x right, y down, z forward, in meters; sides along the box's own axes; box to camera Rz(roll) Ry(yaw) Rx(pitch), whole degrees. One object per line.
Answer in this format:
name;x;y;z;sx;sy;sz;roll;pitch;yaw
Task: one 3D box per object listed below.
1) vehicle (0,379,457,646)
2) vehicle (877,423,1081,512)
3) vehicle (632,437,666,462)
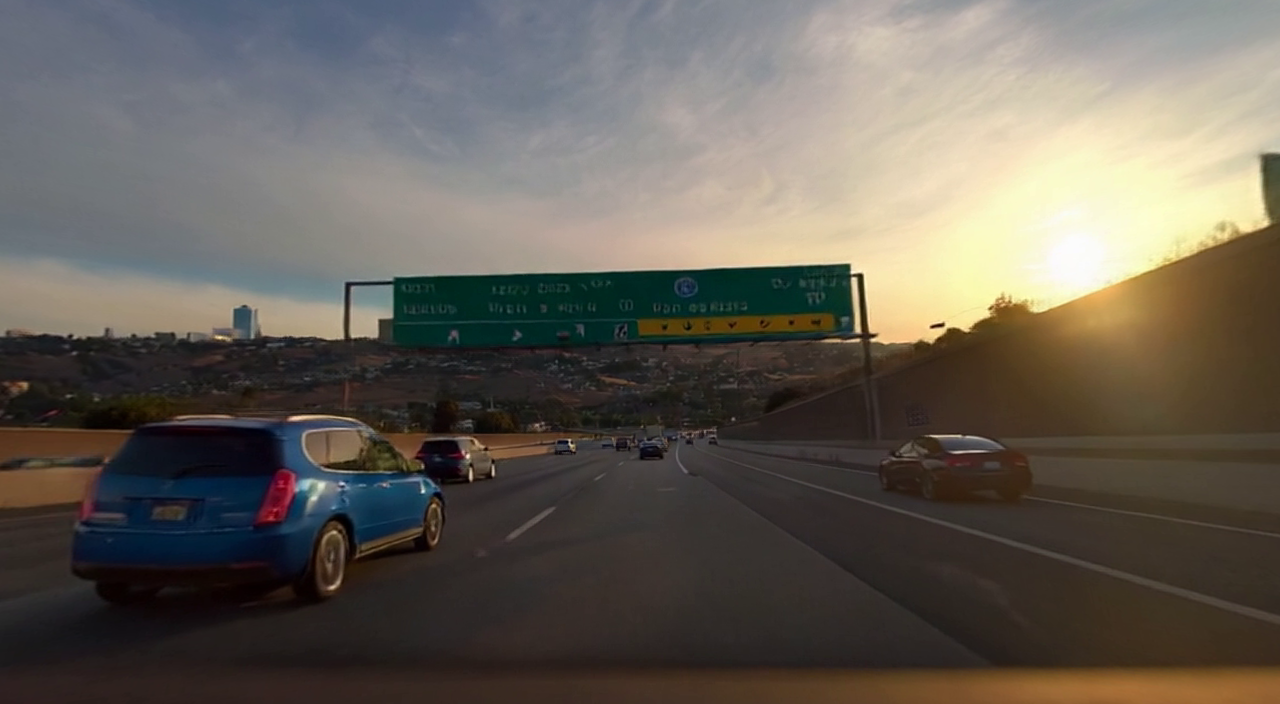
vehicle;-3.905;1.429;6.766;2.210;1.730;5.133;-1;-8;2
vehicle;7.225;2.507;14.143;2.122;1.646;4.491;-1;-8;1
vehicle;0.736;7.517;48.828;2.172;1.824;5.031;-1;-8;6
